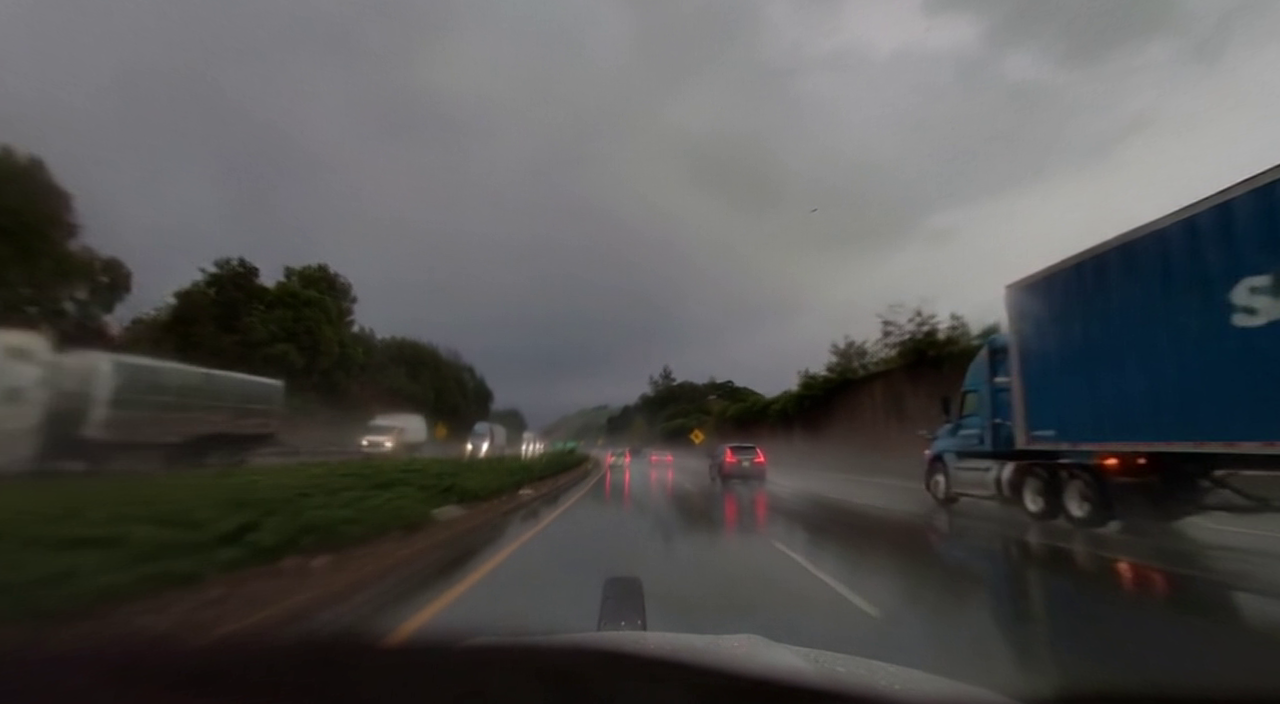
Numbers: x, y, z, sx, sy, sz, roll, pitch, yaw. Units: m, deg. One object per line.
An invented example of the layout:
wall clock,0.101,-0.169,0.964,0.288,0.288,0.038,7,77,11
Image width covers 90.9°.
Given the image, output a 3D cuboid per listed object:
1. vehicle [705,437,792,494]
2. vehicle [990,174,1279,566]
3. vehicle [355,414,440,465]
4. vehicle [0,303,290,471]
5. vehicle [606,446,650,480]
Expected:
vehicle,3.321,3.593,20.154,2.013,1.623,3.916,0,-9,-1
vehicle,8.075,-0.124,4.511,2.965,3.990,14.227,0,-9,0
vehicle,-13.317,4.937,35.182,2.216,2.612,6.339,0,-9,0
vehicle,-16.425,1.426,18.583,2.926,3.856,16.459,0,-9,0
vehicle,-0.642,5.472,31.313,2.050,1.534,3.771,0,-9,-2
